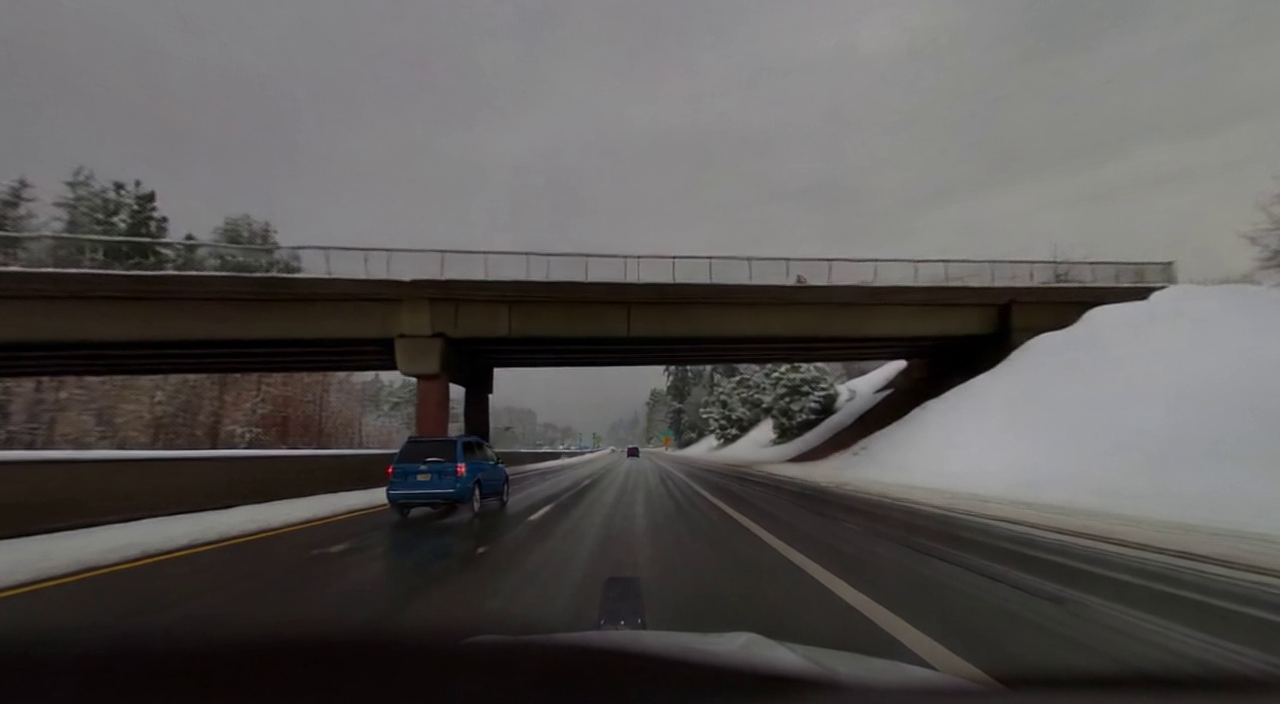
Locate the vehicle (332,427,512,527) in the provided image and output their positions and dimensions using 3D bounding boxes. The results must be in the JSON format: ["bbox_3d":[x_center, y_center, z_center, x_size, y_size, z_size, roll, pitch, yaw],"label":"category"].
[{"bbox_3d":[-4.388,2.605,13.708,2.221,1.750,4.706,0,-9,0],"label":"vehicle"}]
